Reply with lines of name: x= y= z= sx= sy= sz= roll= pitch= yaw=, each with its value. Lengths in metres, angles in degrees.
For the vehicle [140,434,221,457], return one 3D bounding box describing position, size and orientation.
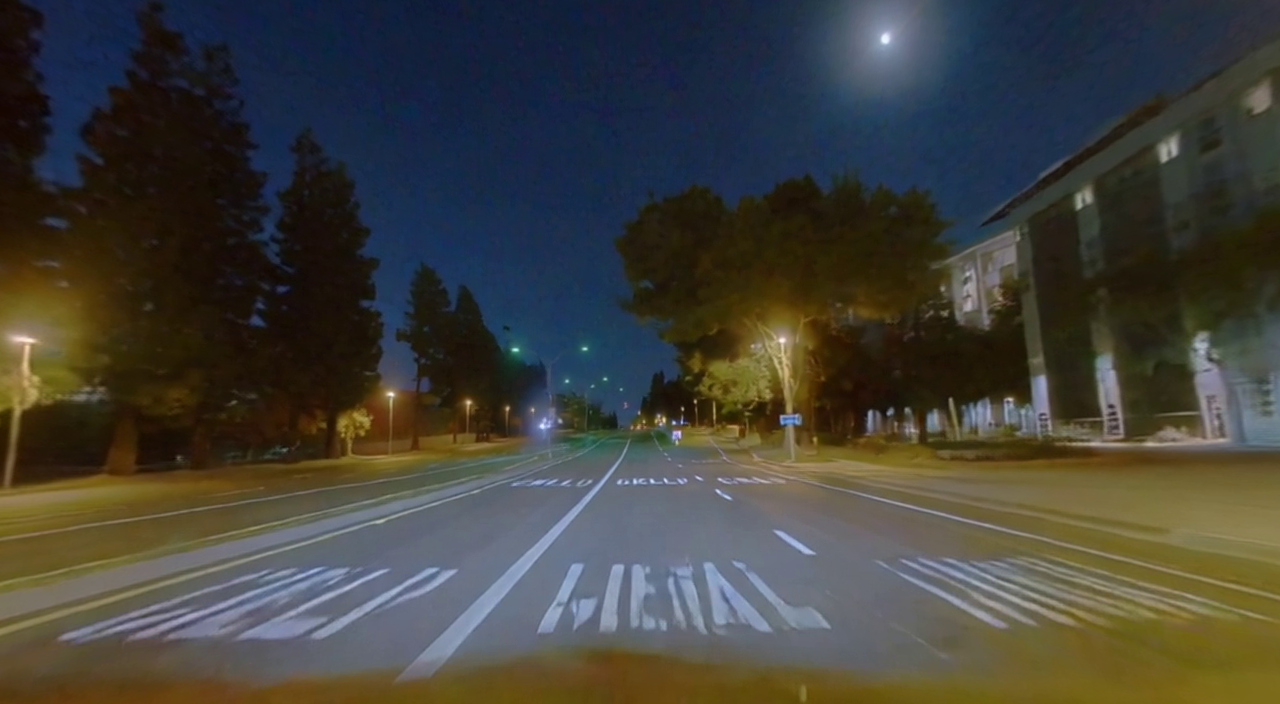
vehicle: x=-33.584 y=6.847 z=46.212 sx=4.322 sy=1.564 sz=2.204 roll=-1 pitch=-10 yaw=9
